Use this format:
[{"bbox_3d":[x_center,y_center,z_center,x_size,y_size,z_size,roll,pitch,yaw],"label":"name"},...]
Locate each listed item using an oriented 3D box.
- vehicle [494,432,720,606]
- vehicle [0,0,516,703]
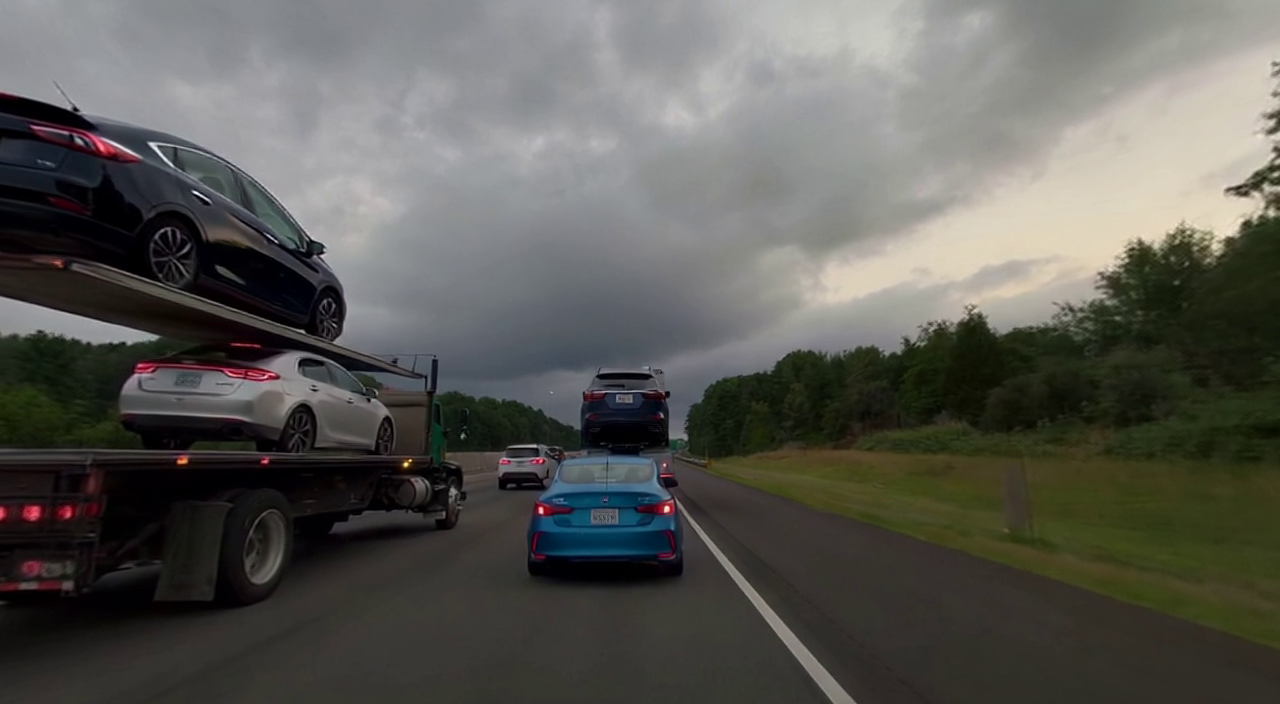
[{"bbox_3d":[-0.315,1.743,7.339,1.991,1.507,3.391,0,-9,-1],"label":"vehicle"},{"bbox_3d":[-4.627,0.692,9.028,2.836,4.059,14.286,0,-9,0],"label":"vehicle"}]
